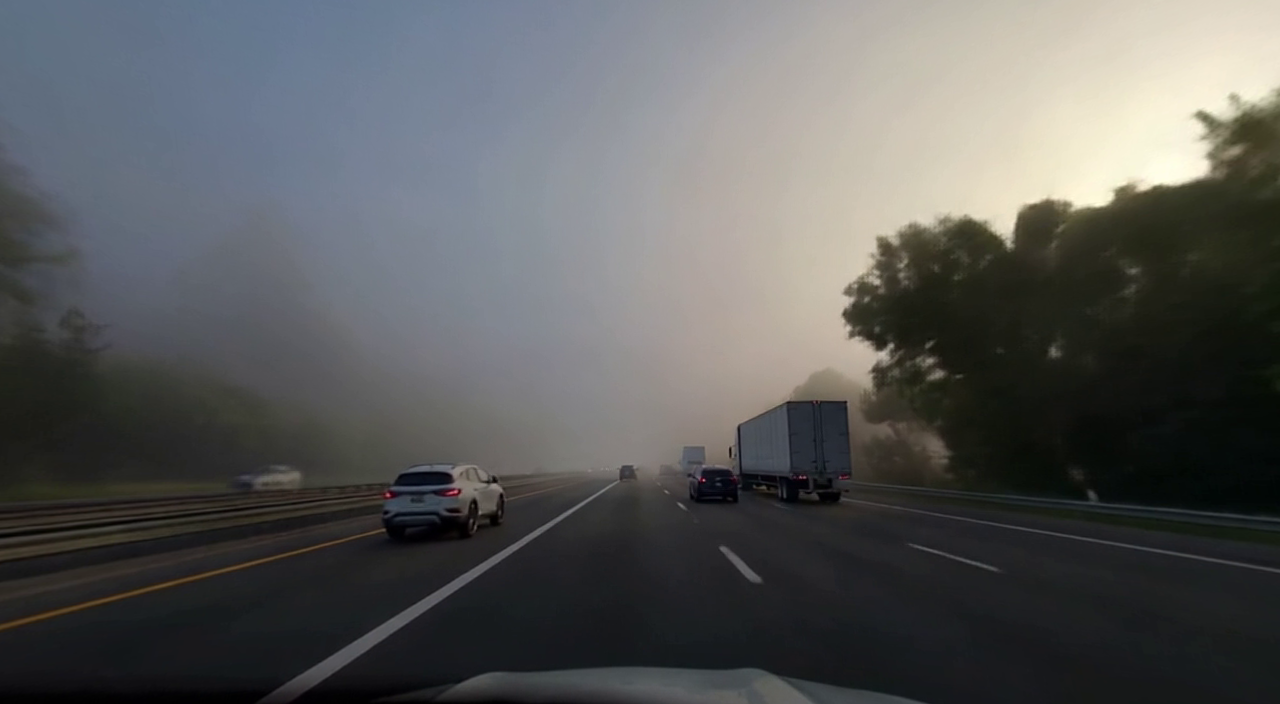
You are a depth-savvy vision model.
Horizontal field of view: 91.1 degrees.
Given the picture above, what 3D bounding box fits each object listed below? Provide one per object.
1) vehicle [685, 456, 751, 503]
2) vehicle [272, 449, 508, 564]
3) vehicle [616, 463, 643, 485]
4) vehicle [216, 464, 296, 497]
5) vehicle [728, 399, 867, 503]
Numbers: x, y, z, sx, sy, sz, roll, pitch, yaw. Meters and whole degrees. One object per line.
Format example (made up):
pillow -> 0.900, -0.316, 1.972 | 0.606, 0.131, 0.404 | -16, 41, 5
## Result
vehicle -> 3.074, 5.177, 25.738 | 2.050, 1.708, 4.457 | 1, -10, -2
vehicle -> -3.852, 2.493, 10.809 | 2.065, 1.485, 4.682 | 1, -10, 1
vehicle -> -0.787, 9.561, 49.368 | 2.025, 1.547, 4.150 | 1, -10, 0
vehicle -> -19.209, 6.436, 31.621 | 1.738, 1.489, 3.511 | 1, -10, 0
vehicle -> 7.525, 5.518, 33.881 | 2.861, 4.086, 17.499 | 1, -10, 0
